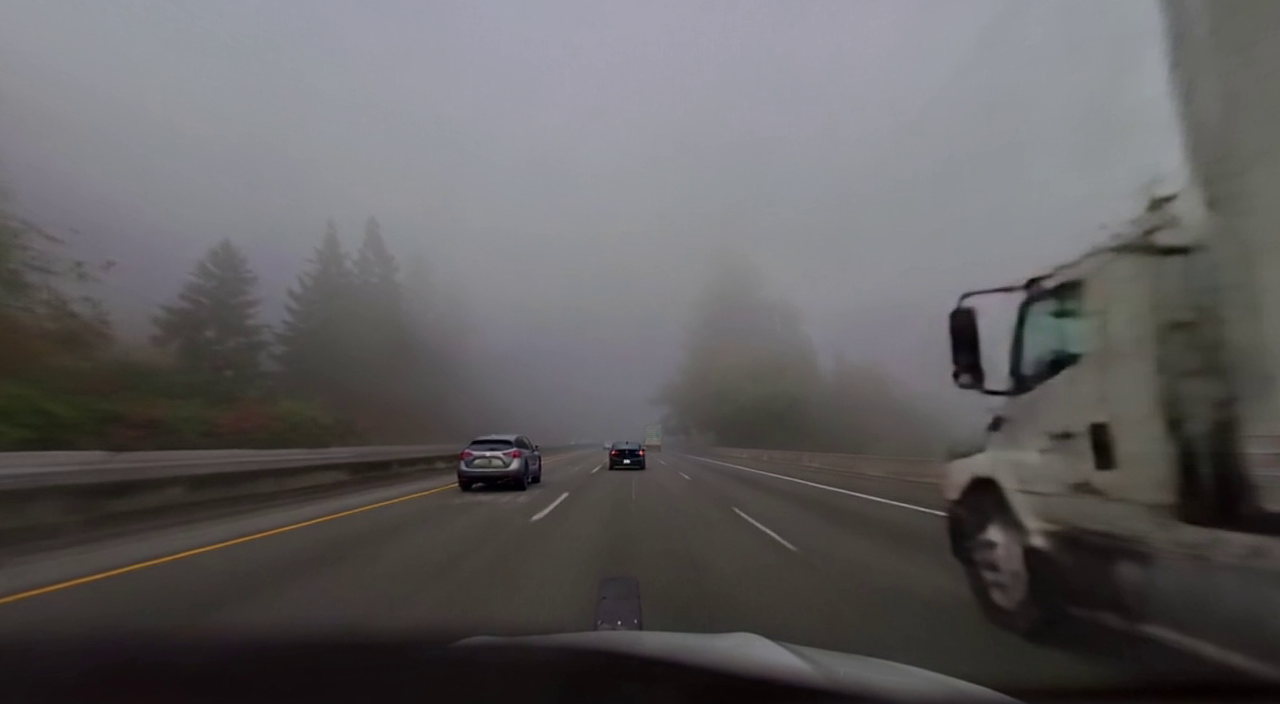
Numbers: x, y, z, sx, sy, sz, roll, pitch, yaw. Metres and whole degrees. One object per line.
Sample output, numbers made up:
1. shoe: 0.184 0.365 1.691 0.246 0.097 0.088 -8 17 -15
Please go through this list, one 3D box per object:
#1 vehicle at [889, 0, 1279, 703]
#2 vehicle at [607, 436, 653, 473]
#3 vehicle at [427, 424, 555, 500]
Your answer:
1. vehicle: 4.015 -0.276 2.628 3.030 4.048 6.650 0 -8 -1
2. vehicle: -0.464 4.790 29.614 2.048 1.563 4.087 0 -8 -1
3. vehicle: -3.722 2.848 16.706 2.264 1.699 4.648 -1 -8 0
